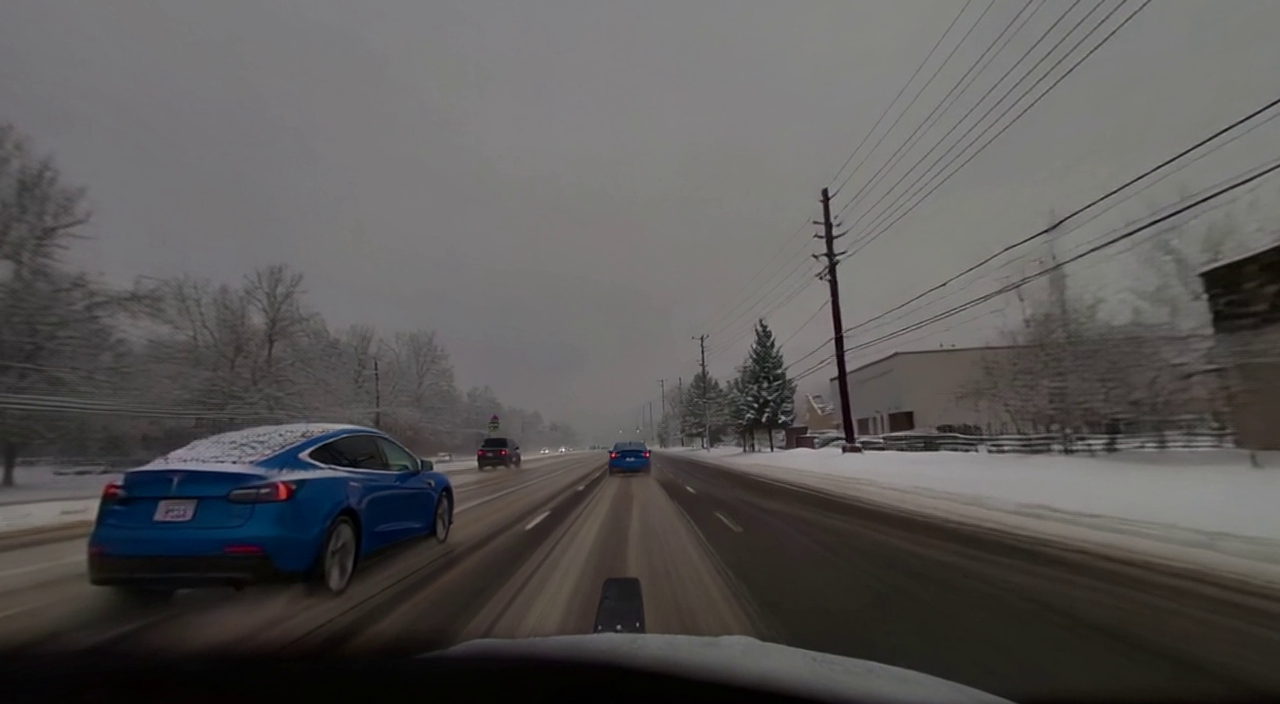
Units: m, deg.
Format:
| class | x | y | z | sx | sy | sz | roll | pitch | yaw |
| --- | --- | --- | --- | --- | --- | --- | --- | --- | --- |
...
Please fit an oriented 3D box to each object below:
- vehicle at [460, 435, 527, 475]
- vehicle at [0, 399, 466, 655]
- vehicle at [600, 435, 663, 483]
| class | x | y | z | sx | sy | sz | roll | pitch | yaw |
| --- | --- | --- | --- | --- | --- | --- | --- | --- | --- |
| vehicle | -7.251 | 5.144 | 31.769 | 2.203 | 1.819 | 4.547 | 0 | -9 | 1 |
| vehicle | -3.518 | 1.476 | 6.518 | 1.985 | 1.607 | 4.892 | 0 | -9 | 1 |
| vehicle | -0.312 | 4.060 | 24.274 | 2.189 | 1.652 | 4.135 | 0 | -9 | 0 |
